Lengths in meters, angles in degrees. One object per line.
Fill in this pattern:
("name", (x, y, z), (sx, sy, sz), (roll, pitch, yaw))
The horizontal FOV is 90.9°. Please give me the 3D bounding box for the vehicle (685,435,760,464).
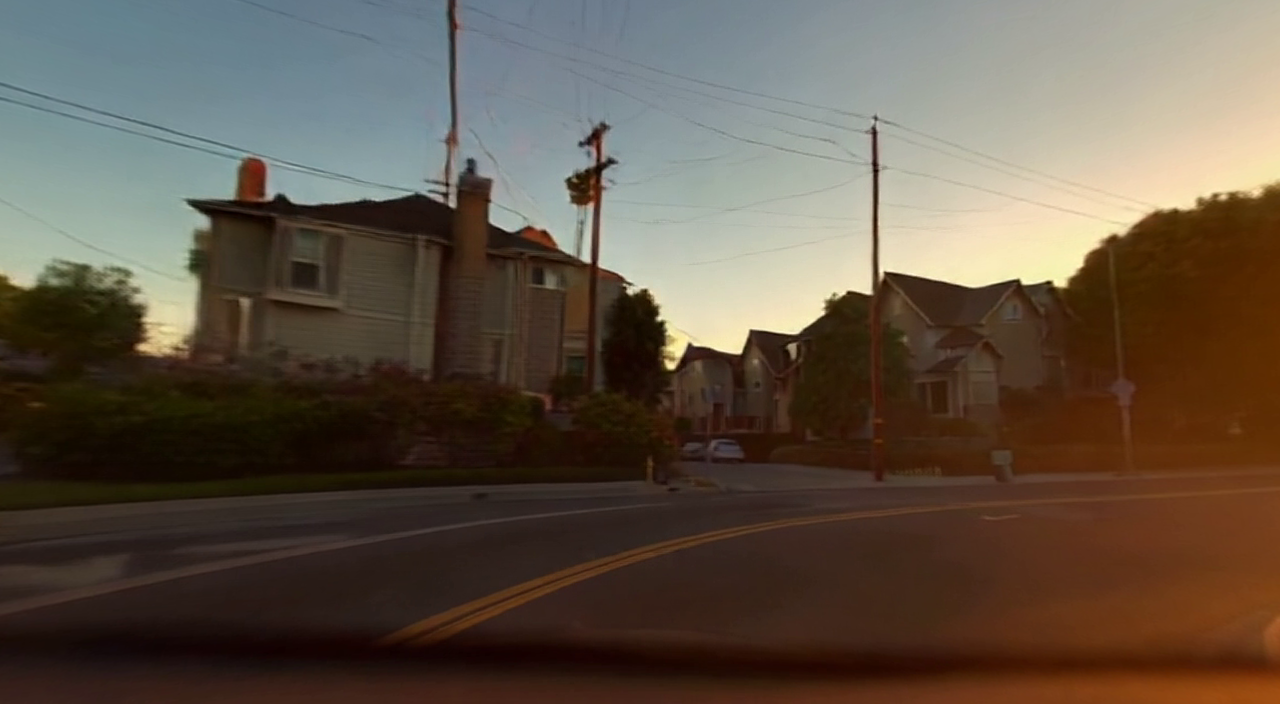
("vehicle", (4.637, 5.481, 35.641), (3.784, 1.532, 1.650), (1, -8, -14))
